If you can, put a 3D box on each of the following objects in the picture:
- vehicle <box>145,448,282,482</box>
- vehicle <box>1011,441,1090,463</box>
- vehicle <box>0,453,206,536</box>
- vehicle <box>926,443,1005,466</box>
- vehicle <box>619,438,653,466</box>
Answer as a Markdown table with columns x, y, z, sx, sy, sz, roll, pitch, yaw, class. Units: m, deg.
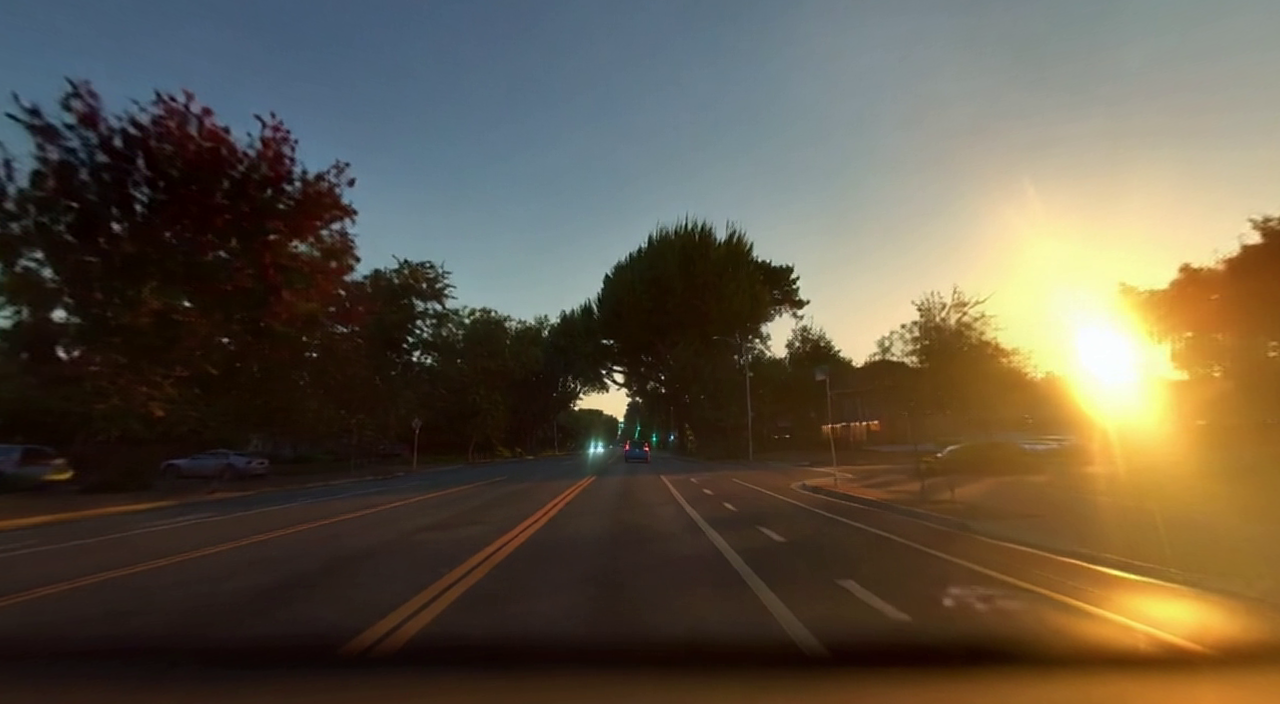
| x | y | z | sx | sy | sz | roll | pitch | yaw | class |
| --- | --- | --- | --- | --- | --- | --- | --- | --- | --- |
| -19.879 | 5.245 | 29.600 | 4.818 | 1.506 | 2.289 | -1 | -8 | 4 | vehicle |
| 28.591 | 6.943 | 44.050 | 4.359 | 1.479 | 1.890 | 1 | -9 | -7 | vehicle |
| -12.279 | 3.025 | 14.048 | 2.090 | 1.478 | 4.376 | 0 | -8 | 0 | vehicle |
| 22.193 | 6.968 | 43.167 | 4.218 | 1.505 | 2.169 | 1 | -9 | -8 | vehicle |
| -0.253 | 6.835 | 43.469 | 2.230 | 1.827 | 4.298 | 0 | -8 | 0 | vehicle |
